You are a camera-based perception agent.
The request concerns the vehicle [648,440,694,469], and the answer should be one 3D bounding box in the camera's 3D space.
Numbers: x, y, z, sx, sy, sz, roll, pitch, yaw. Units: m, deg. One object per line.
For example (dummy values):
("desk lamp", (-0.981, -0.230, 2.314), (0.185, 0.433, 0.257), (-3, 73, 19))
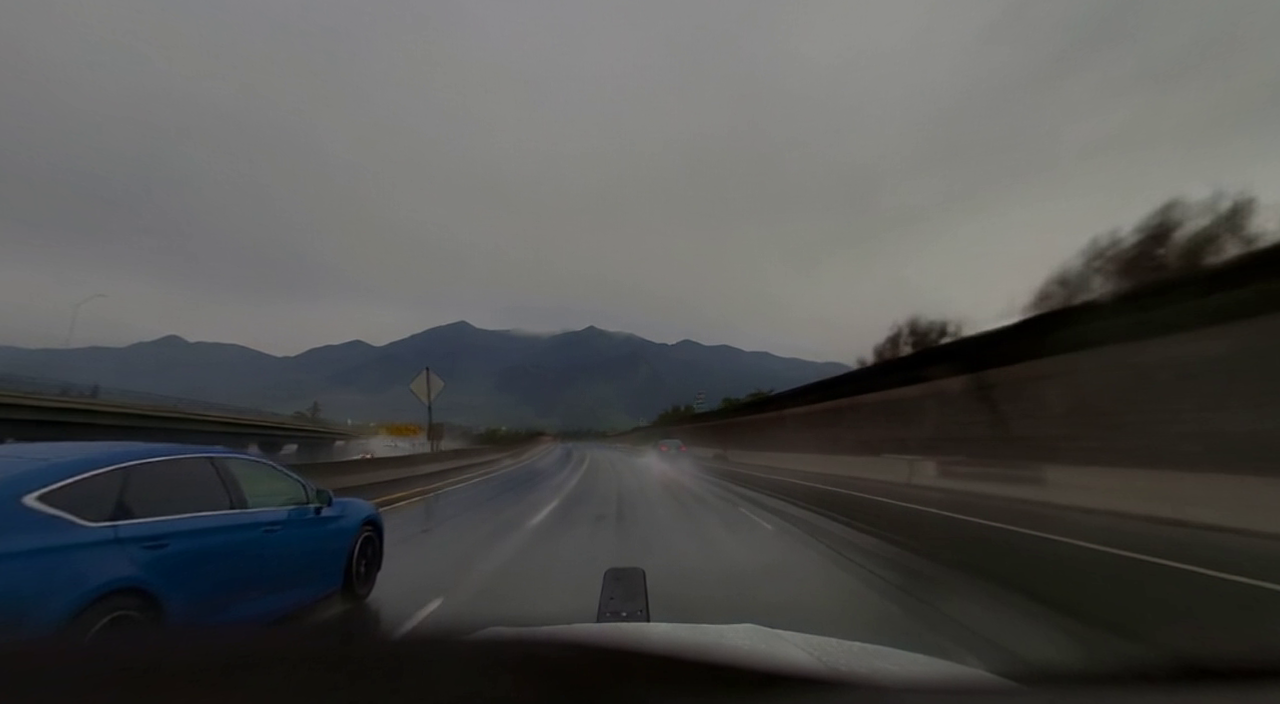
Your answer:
("vehicle", (1.641, 5.670, 34.953), (1.985, 1.440, 4.466), (0, -9, -4))
